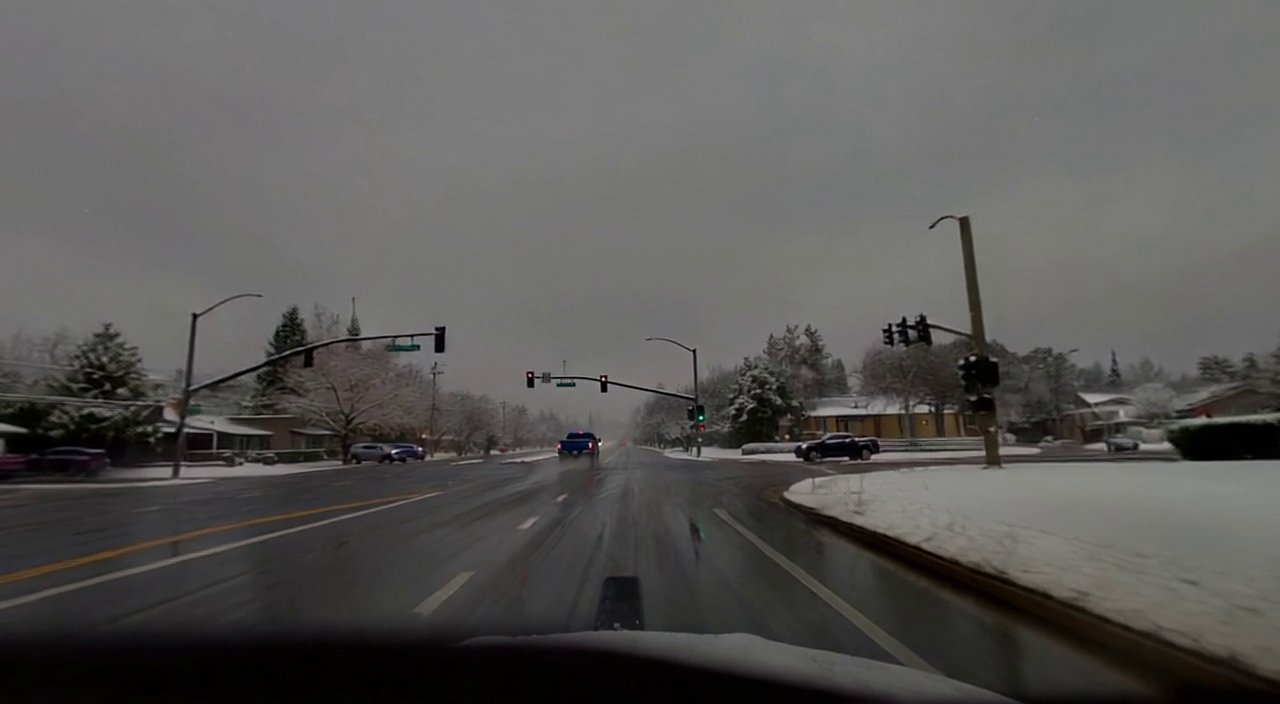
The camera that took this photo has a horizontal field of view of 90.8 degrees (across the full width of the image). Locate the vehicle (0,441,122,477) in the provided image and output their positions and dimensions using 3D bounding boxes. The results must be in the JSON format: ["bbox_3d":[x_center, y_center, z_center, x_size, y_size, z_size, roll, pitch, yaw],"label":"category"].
[{"bbox_3d":[-29.042,5.366,31.705,4.092,1.624,1.965,1,-11,-12],"label":"vehicle"}]

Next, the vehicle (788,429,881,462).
[{"bbox_3d":[10.772,5.204,35.231,4.500,1.761,1.975,0,-9,1],"label":"vehicle"}]

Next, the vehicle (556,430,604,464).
[{"bbox_3d":[-3.690,6.066,40.240,2.508,2.001,5.880,0,-9,0],"label":"vehicle"}]
